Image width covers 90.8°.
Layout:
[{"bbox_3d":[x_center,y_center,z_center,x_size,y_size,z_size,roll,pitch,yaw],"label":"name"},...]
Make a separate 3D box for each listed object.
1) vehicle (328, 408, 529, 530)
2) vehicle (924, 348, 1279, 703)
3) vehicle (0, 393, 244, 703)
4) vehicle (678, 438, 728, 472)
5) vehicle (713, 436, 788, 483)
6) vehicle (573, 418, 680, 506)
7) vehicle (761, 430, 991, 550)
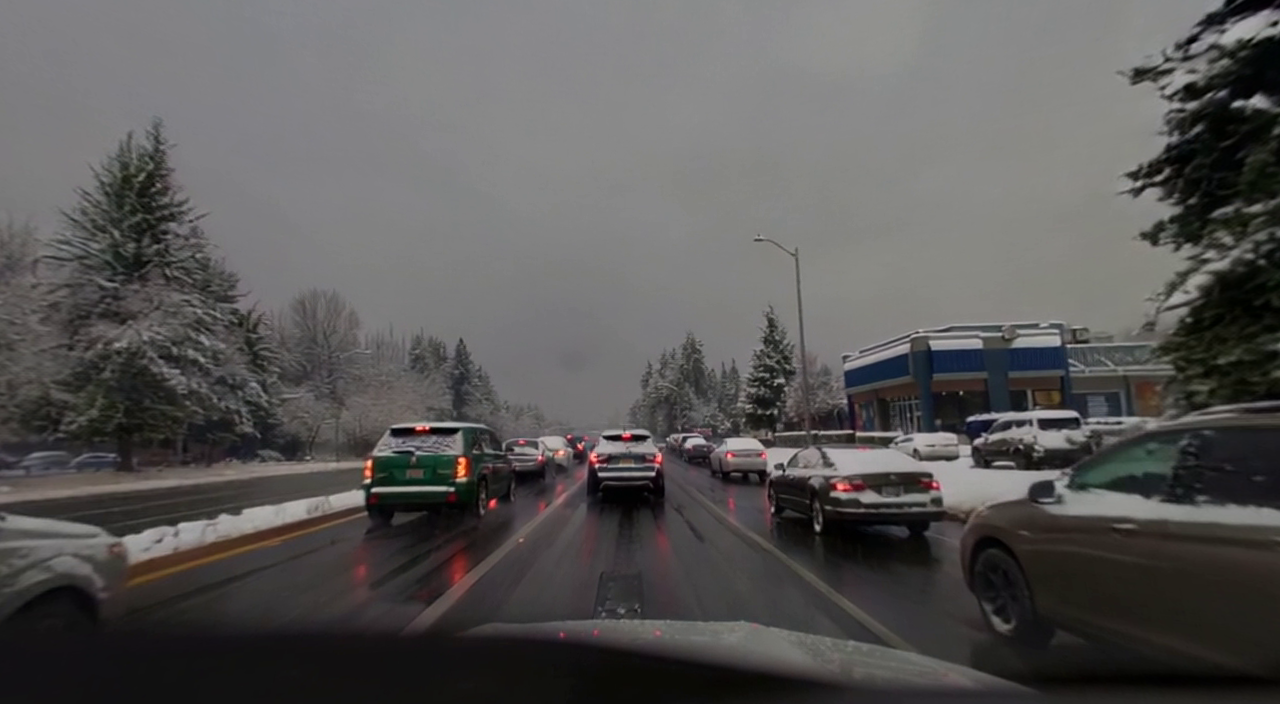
[{"bbox_3d":[-3.651,2.134,12.020,2.231,1.853,4.461,0,-9,1],"label":"vehicle"},{"bbox_3d":[3.408,0.927,3.014,2.047,1.671,4.267,0,-9,-1],"label":"vehicle"},{"bbox_3d":[-3.718,0.839,1.986,2.051,1.522,4.509,0,-9,-1],"label":"vehicle"},{"bbox_3d":[2.988,4.972,30.692,1.903,1.529,3.649,0,-9,-2],"label":"vehicle"},{"bbox_3d":[3.875,3.868,22.917,1.875,1.521,4.192,0,-9,-1],"label":"vehicle"},{"bbox_3d":[-0.343,2.625,15.442,2.238,1.825,4.190,0,-9,-1],"label":"vehicle"},{"bbox_3d":[3.376,2.053,10.106,1.900,1.477,4.352,0,-9,-1],"label":"vehicle"}]
